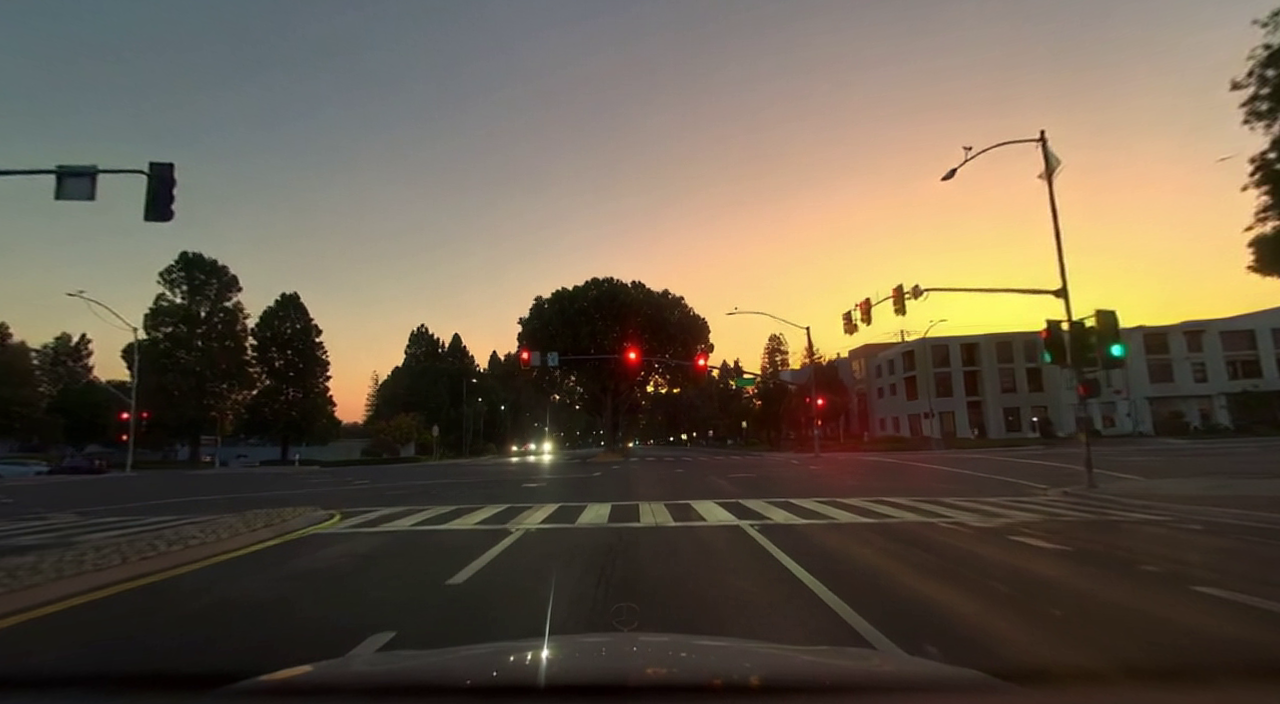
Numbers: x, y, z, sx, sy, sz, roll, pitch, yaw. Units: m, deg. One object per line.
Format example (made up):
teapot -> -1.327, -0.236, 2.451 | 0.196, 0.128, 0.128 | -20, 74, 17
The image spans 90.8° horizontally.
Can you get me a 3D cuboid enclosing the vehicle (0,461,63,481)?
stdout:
vehicle -> -47.570, 9.221, 48.936 | 1.619, 1.394, 3.818 | -5, -10, 28
